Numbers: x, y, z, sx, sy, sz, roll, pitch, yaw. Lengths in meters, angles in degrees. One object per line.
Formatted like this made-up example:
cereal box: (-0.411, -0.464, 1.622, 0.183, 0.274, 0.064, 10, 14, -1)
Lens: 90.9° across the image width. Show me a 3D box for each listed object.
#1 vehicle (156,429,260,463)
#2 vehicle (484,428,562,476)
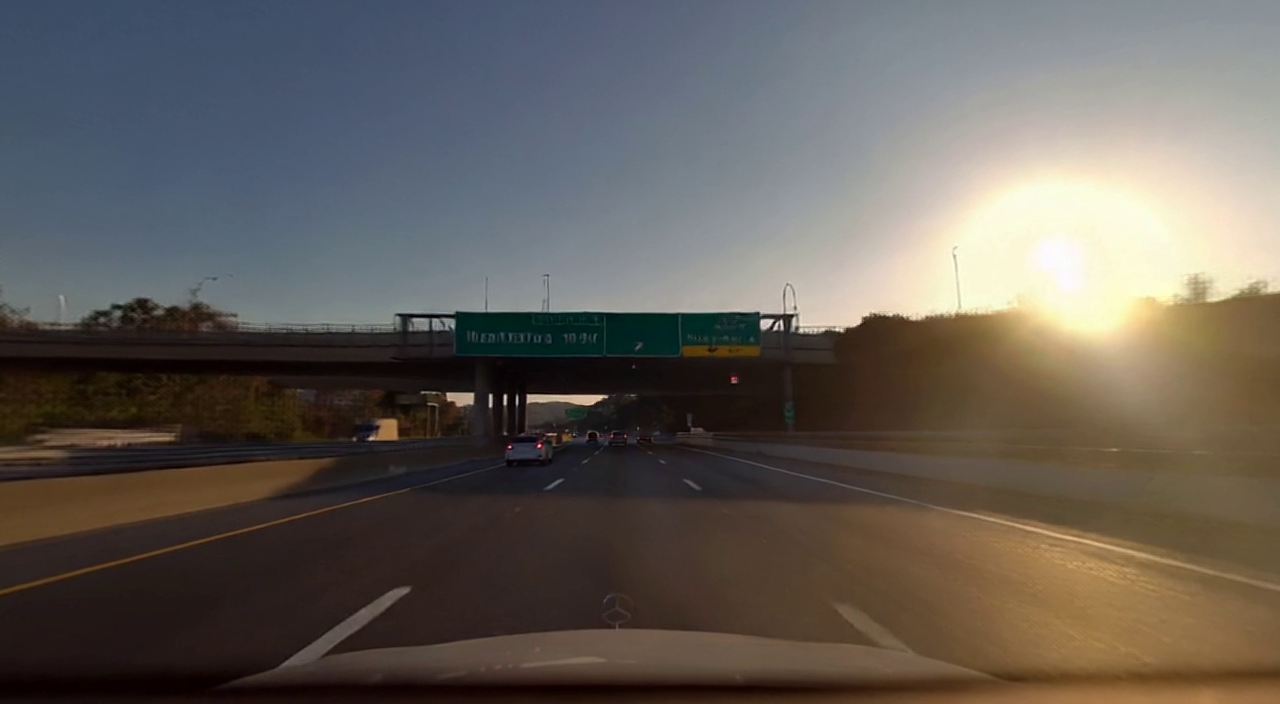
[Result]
vehicle: (-20.002, 4.356, 29.456, 1.799, 1.449, 4.453, 0, -8, -2)
vehicle: (-4.179, 3.630, 23.237, 2.062, 1.591, 4.156, 0, -8, 0)
